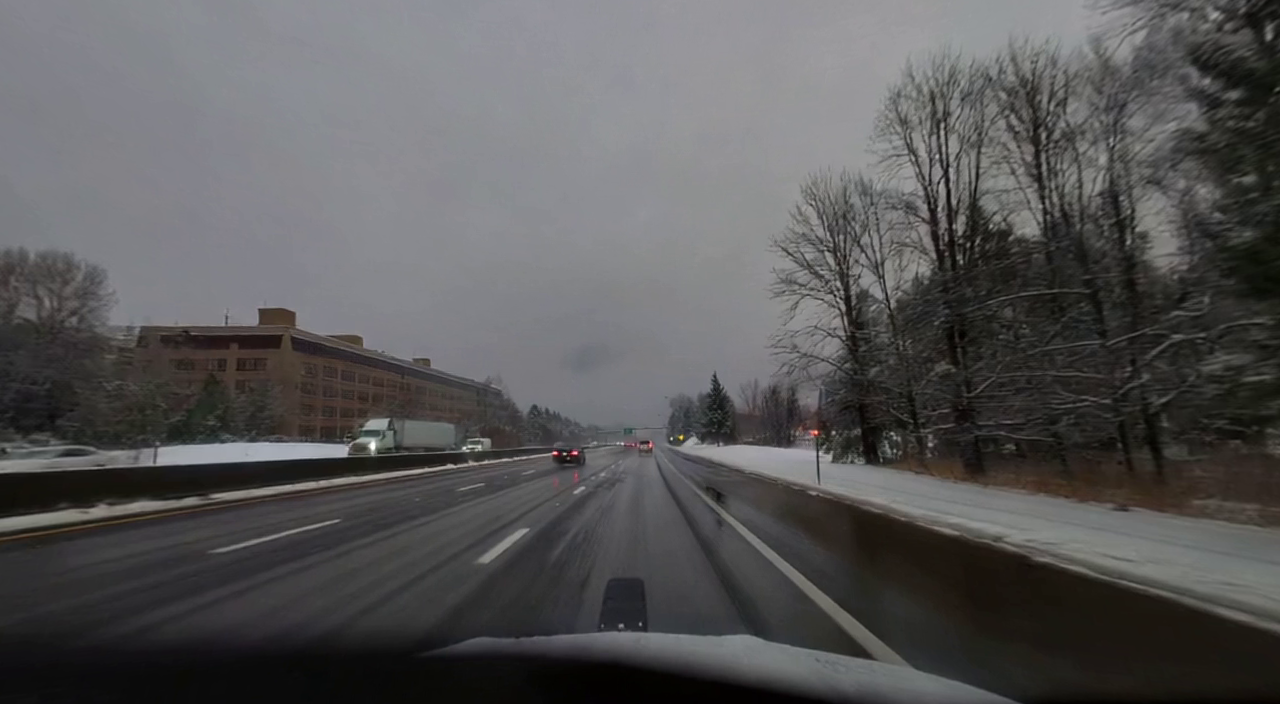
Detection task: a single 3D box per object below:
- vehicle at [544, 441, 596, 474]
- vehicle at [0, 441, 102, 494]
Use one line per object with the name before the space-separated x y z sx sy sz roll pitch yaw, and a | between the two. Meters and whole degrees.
vehicle | -3.247 4.973 29.970 1.926 1.464 4.186 0 -8 1
vehicle | -23.373 4.265 23.528 2.153 1.818 4.831 0 -8 2
